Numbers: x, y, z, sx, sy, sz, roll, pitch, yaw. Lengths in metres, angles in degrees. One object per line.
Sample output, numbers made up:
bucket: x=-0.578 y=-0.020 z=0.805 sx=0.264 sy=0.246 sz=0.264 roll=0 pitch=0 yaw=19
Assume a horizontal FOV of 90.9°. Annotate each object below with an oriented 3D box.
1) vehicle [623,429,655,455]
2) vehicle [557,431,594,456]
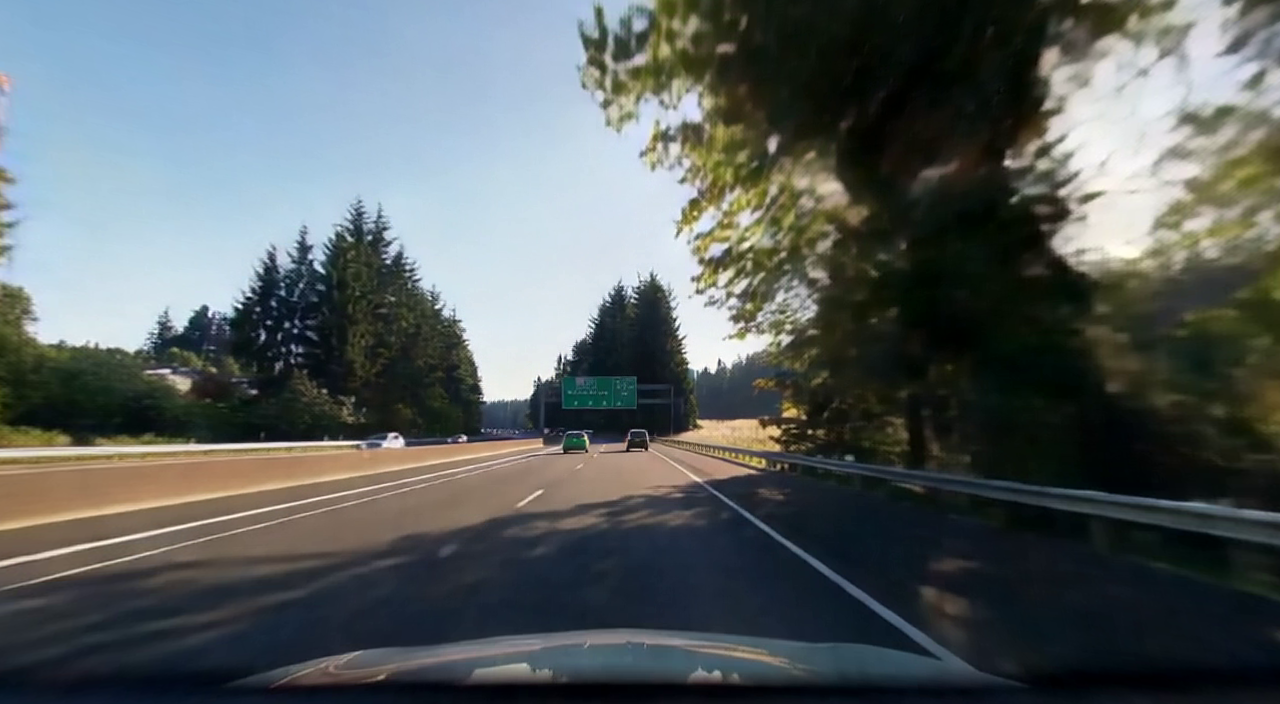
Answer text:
vehicle: x=-0.080 y=6.573 z=46.155 sx=2.170 sy=1.790 sz=4.490 roll=0 pitch=-8 yaw=0
vehicle: x=-4.269 y=6.098 z=42.157 sx=2.055 sy=1.610 sz=4.116 roll=0 pitch=-8 yaw=0
